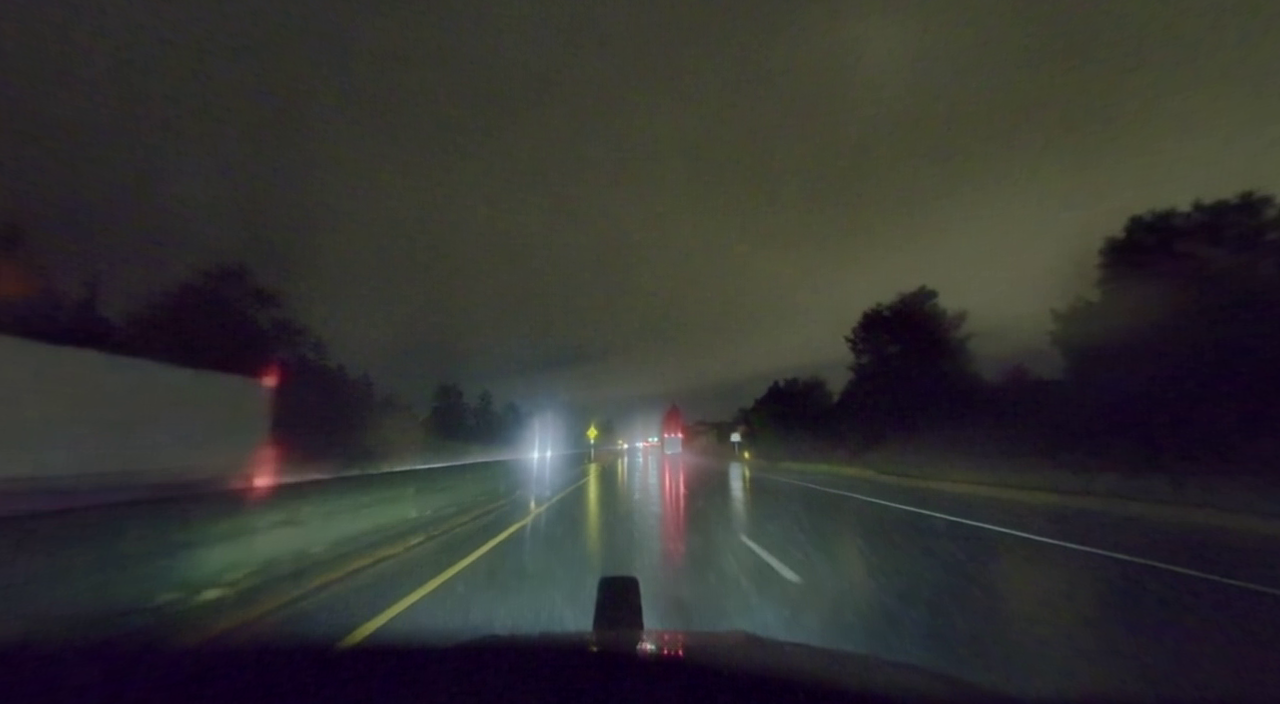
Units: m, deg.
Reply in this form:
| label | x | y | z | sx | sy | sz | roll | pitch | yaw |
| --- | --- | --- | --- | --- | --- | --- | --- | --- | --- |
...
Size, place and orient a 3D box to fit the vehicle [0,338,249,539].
| label | x | y | z | sx | sy | sz | roll | pitch | yaw |
| --- | --- | --- | --- | --- | --- | --- | --- | --- | --- |
| vehicle | -14.379 | 2.348 | 16.529 | 2.857 | 4.032 | 8.182 | 0 | -9 | -1 |
